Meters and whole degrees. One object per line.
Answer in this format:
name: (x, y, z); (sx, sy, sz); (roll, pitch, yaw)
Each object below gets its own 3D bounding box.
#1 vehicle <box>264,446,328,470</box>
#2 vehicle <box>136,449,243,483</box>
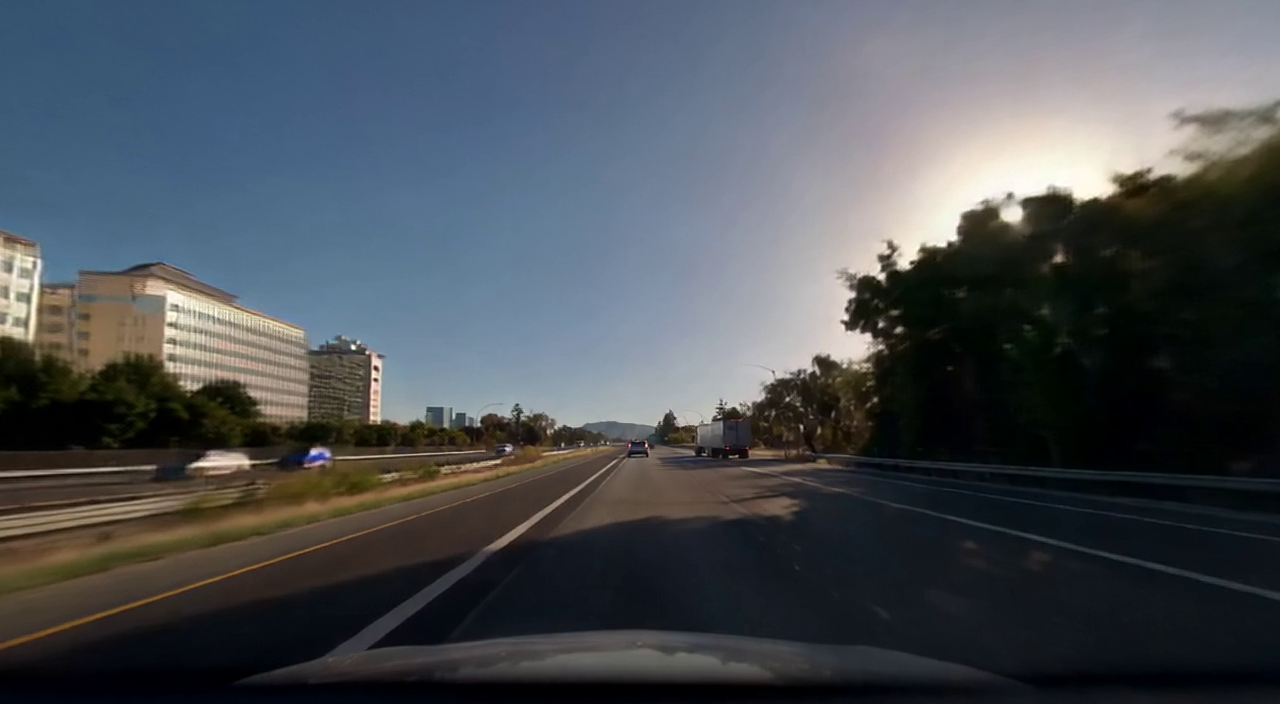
vehicle: (-25.809, 7.952, 47.565); (2.026, 1.734, 4.730); (0, -8, 1)
vehicle: (-21.972, 5.537, 31.062); (1.878, 1.474, 4.540); (0, -8, 1)
